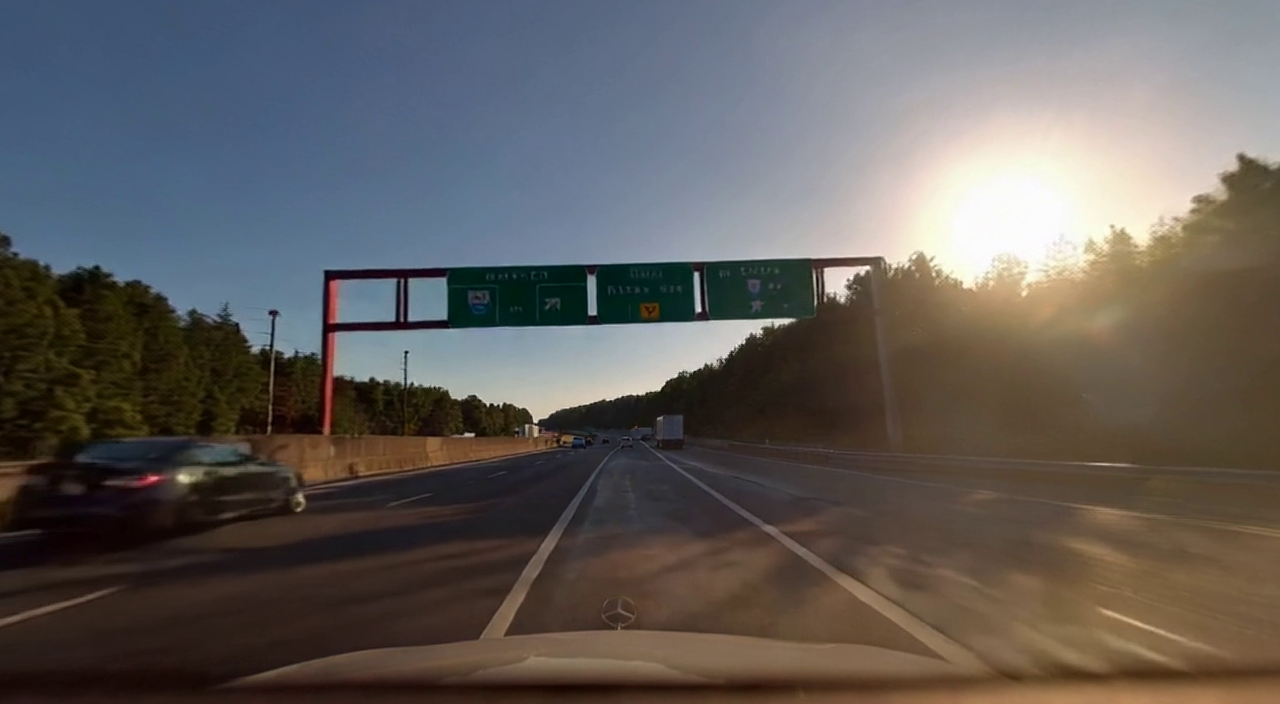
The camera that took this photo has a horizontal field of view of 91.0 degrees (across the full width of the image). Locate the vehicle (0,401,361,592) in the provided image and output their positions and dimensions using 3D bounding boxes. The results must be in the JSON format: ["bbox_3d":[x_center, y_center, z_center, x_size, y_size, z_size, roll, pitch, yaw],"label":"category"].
[{"bbox_3d":[-5.591,1.606,7.974,2.055,1.662,4.773,0,-8,-2],"label":"vehicle"}]
